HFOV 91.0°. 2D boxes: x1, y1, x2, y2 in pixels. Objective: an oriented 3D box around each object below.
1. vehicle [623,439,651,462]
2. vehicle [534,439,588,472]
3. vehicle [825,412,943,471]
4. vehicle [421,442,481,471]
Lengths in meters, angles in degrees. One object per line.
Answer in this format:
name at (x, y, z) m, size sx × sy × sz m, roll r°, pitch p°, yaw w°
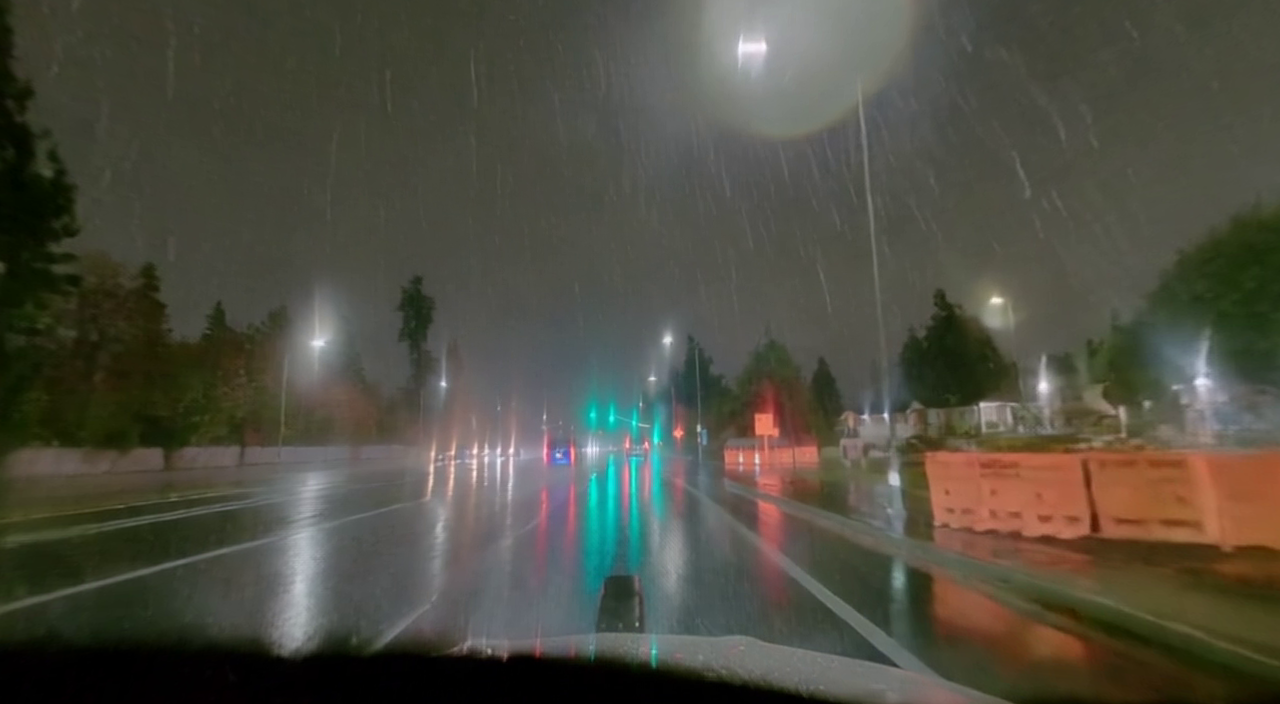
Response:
vehicle at (-0.263, 7.706, 49.501) m, size 2.135 × 1.711 × 4.124 m, roll 0°, pitch -8°, yaw 0°
vehicle at (-4.203, 5.595, 34.345) m, size 2.198 × 1.663 × 4.519 m, roll -1°, pitch -8°, yaw 2°
vehicle at (9.097, 3.449, 24.213) m, size 2.352 × 1.991 × 5.862 m, roll 0°, pitch -8°, yaw 2°
vehicle at (-10.671, 5.939, 35.999) m, size 2.009 × 1.541 × 4.753 m, roll 0°, pitch -8°, yaw -1°
